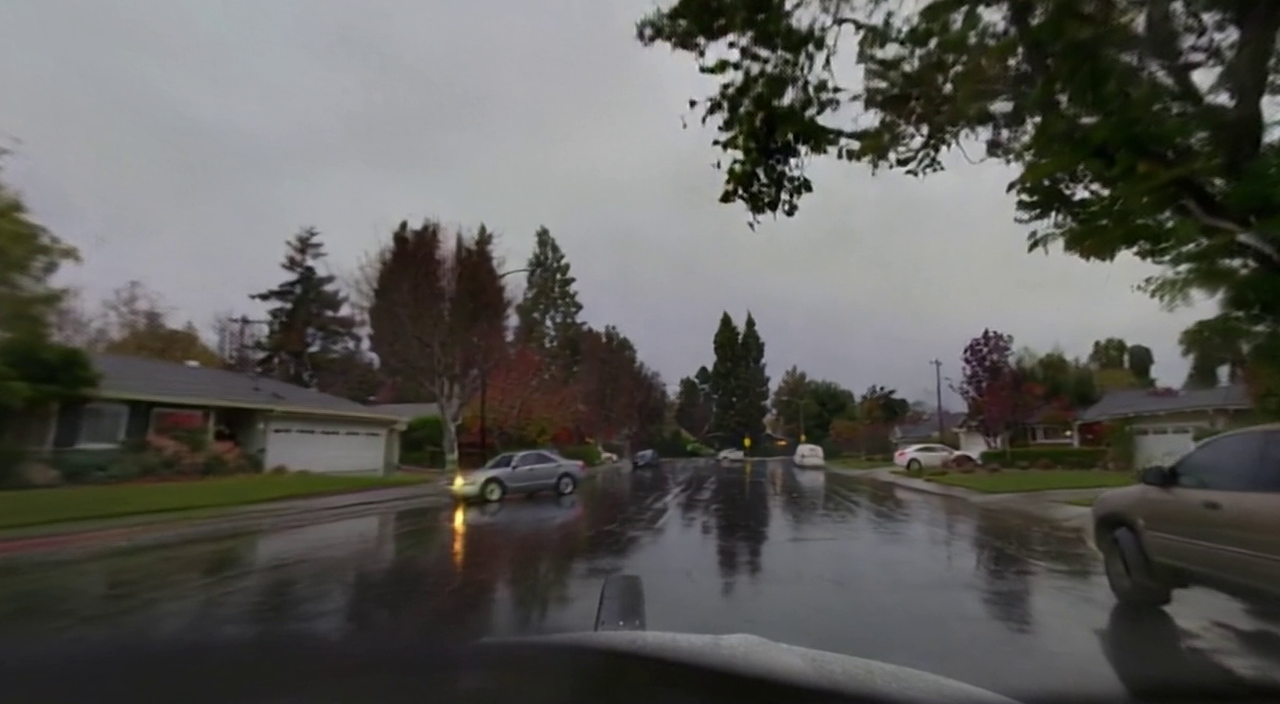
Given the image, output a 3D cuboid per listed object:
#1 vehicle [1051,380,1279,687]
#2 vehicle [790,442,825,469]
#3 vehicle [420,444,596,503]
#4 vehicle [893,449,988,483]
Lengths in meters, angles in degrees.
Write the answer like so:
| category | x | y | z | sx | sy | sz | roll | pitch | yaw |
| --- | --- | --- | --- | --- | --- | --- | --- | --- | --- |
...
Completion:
| category | x | y | z | sx | sy | sz | roll | pitch | yaw |
| --- | --- | --- | --- | --- | --- | --- | --- | --- | --- |
| vehicle | 5.114 | 1.196 | 4.397 | 2.154 | 1.855 | 4.689 | -2 | -9 | 12 |
| vehicle | 12.652 | 7.850 | 47.987 | 2.051 | 1.925 | 4.625 | -1 | -9 | 9 |
| vehicle | -3.858 | 3.488 | 18.529 | 4.750 | 1.559 | 1.928 | 3 | -9 | -22 |
| vehicle | 17.835 | 6.751 | 37.740 | 4.733 | 1.843 | 2.005 | -1 | -8 | 11 |
